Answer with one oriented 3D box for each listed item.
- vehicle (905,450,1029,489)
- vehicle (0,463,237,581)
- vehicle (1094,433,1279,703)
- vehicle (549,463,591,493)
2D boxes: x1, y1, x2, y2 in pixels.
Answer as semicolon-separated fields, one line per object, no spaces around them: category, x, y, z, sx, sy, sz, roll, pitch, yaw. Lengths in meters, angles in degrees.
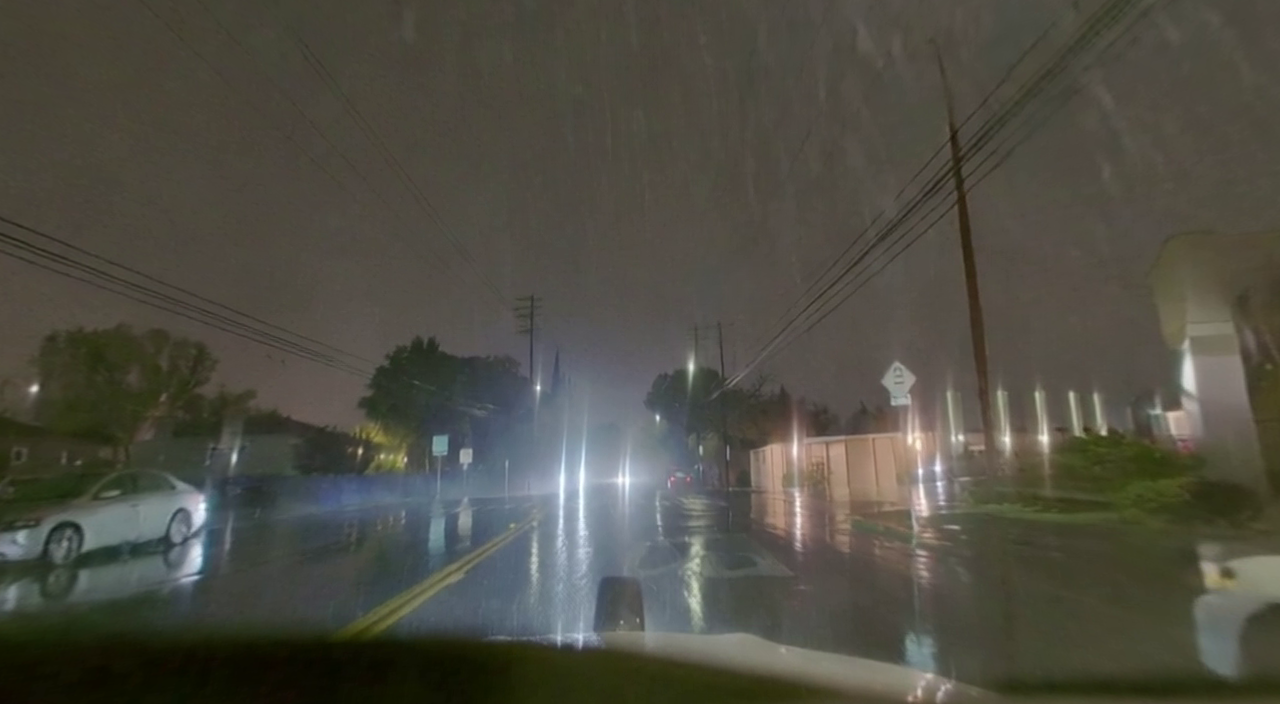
vehicle;14.904;5.360;28.978;4.609;1.660;1.900;0;-9;-3
vehicle;-9.446;2.745;10.980;2.000;1.495;4.687;0;-9;-3
vehicle;3.824;0.903;1.537;1.946;1.468;4.721;0;-9;0
vehicle;-4.239;7.717;38.933;2.108;1.651;4.176;0;-9;0
